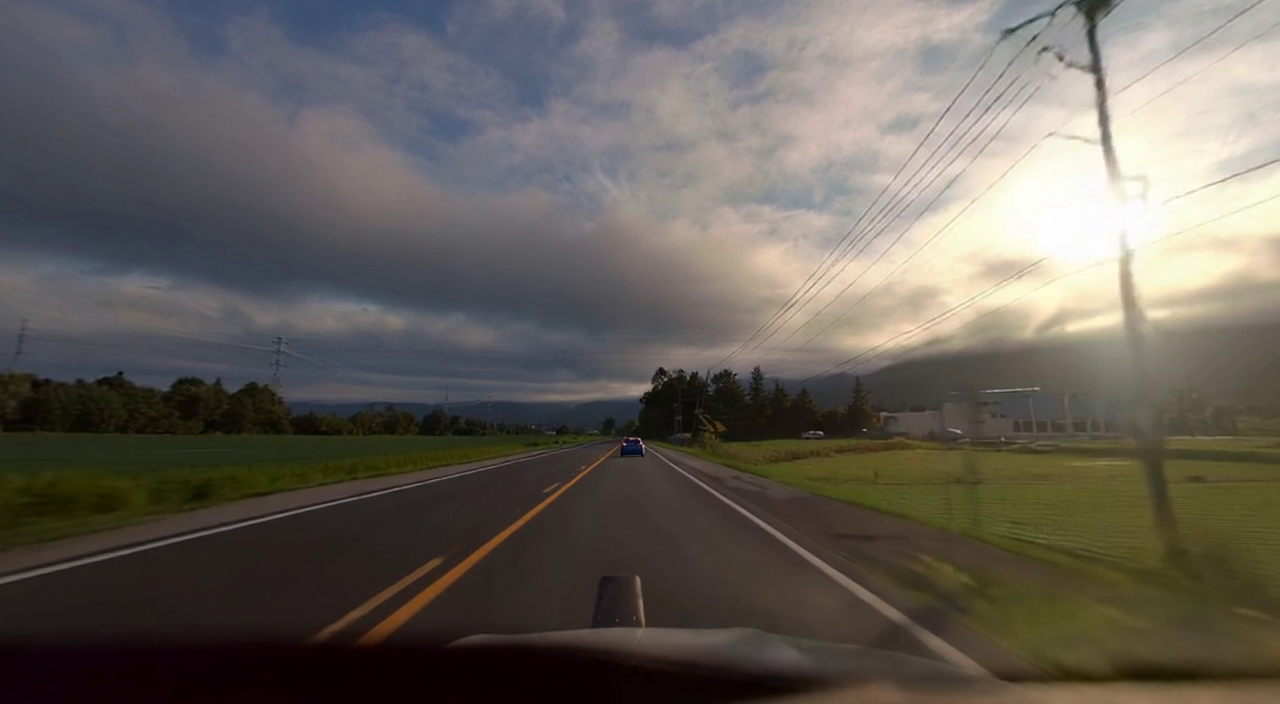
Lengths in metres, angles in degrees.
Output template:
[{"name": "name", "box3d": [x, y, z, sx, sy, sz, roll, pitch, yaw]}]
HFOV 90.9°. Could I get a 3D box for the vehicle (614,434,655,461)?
[{"name": "vehicle", "box3d": [-0.337, 5.550, 36.665, 2.241, 1.471, 3.829, 0, -8, -1]}]
